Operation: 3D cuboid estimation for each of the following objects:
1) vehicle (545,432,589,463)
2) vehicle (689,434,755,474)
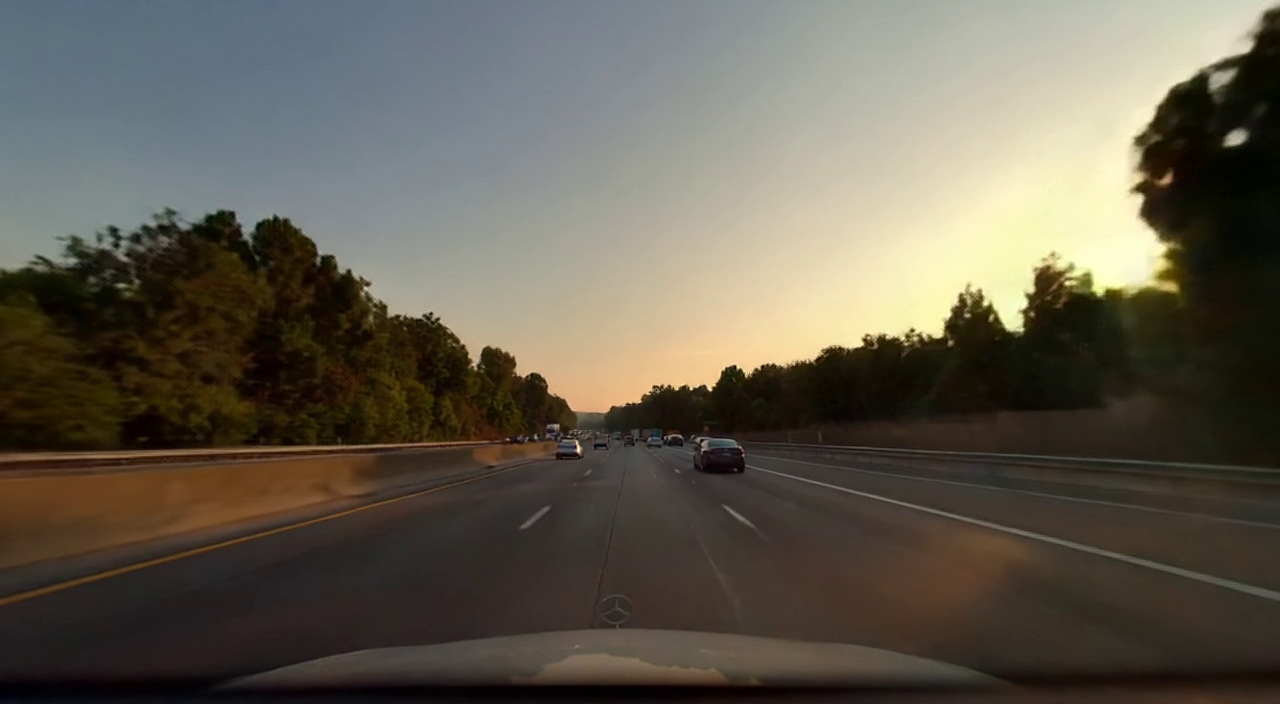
[{"bbox_3d":[-4.017,5.350,35.485,2.011,1.614,4.808,0,-8,-1],"label":"vehicle"},{"bbox_3d":[3.179,4.045,25.315,1.990,1.480,3.865,0,-8,-2],"label":"vehicle"}]
